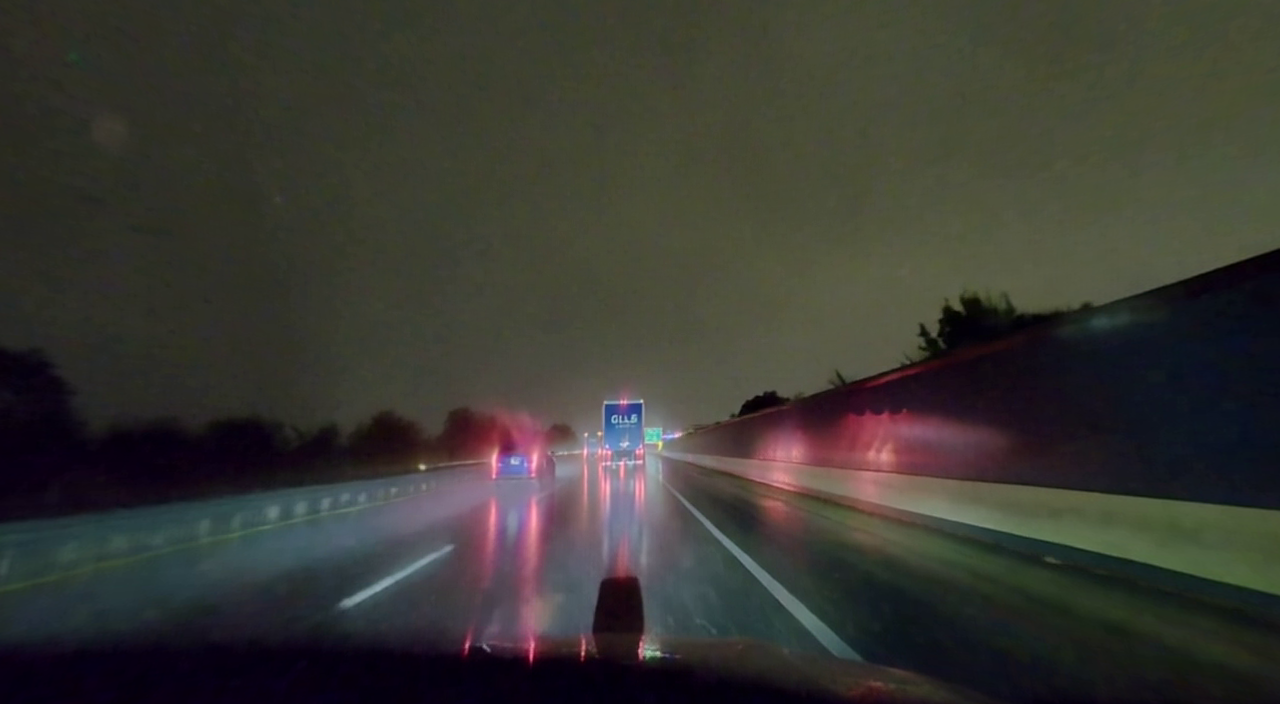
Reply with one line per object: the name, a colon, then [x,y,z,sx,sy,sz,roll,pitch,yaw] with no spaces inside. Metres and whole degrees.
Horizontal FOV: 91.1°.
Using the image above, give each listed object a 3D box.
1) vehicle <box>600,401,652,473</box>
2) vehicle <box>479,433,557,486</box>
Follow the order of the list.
vehicle: [-0.938,5.560,40.395,2.923,4.007,9.760,0,-9,-2]
vehicle: [-4.841,4.380,25.827,2.226,1.935,5.130,0,-9,-1]
